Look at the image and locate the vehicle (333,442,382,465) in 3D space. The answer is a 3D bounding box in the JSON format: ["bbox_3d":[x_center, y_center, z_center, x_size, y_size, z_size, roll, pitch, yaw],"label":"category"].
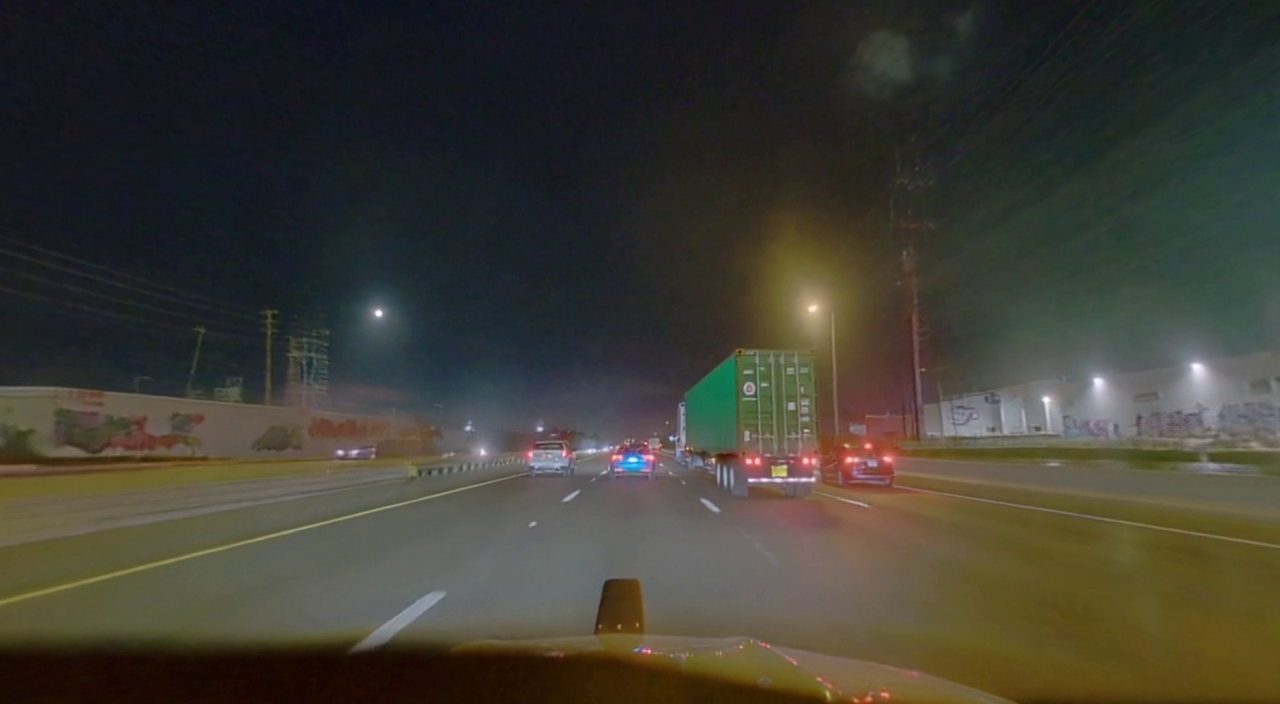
[{"bbox_3d":[-21.846,7.876,49.029,1.869,1.663,4.408,0,-9,-1],"label":"vehicle"}]

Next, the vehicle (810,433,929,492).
[{"bbox_3d":[7.398,3.616,21.005,2.202,1.731,4.628,0,-9,0],"label":"vehicle"}]

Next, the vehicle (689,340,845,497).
[{"bbox_3d":[3.753,2.688,22.899,2.800,4.039,13.179,0,-9,-1],"label":"vehicle"}]

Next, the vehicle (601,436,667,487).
[{"bbox_3d":[-0.198,3.959,23.159,2.191,1.685,4.015,0,-9,0],"label":"vehicle"}]

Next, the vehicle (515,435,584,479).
[{"bbox_3d":[-3.940,4.696,28.391,2.264,1.804,4.584,0,-9,2],"label":"vehicle"}]
